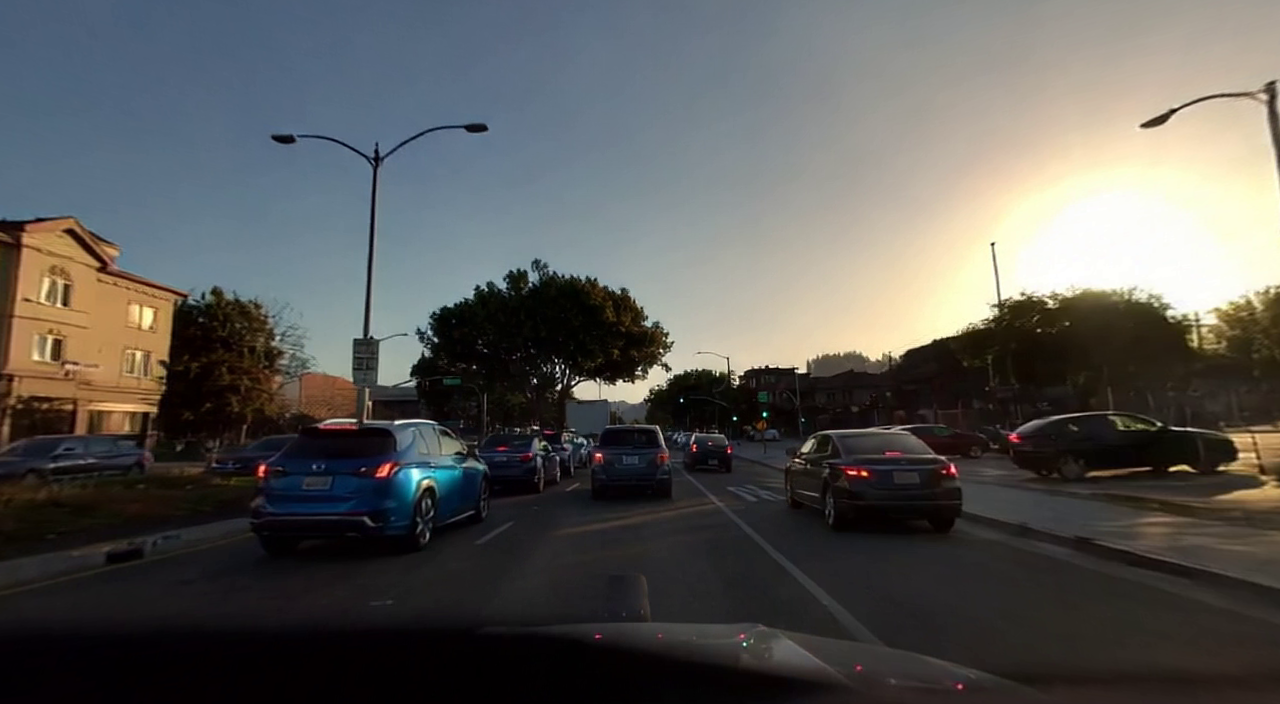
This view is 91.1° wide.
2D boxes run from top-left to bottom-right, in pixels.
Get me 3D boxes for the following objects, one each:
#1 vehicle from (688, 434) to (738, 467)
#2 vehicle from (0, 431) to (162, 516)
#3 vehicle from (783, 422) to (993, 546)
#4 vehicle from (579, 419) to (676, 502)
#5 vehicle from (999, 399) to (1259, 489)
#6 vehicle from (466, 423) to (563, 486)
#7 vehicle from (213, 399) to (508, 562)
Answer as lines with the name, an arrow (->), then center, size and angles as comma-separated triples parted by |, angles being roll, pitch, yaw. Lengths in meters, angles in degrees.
vehicle -> 3.398, 4.687, 29.981 | 1.948, 1.475, 4.093 | 0, -8, 0
vehicle -> -12.397, 2.399, 12.793 | 1.843, 1.509, 4.301 | 0, -8, 1
vehicle -> 3.597, 1.965, 9.970 | 1.847, 1.554, 3.885 | 0, -8, 2
vehicle -> -0.216, 2.561, 15.170 | 2.022, 1.700, 4.084 | 0, -8, 1
vehicle -> 12.525, 2.396, 16.408 | 4.991, 1.978, 2.090 | -8, -11, 42
vehicle -> -3.686, 3.125, 19.307 | 2.012, 1.701, 4.316 | 0, -8, 1
vehicle -> -3.417, 1.671, 8.844 | 2.047, 1.710, 4.314 | 0, -8, 2
